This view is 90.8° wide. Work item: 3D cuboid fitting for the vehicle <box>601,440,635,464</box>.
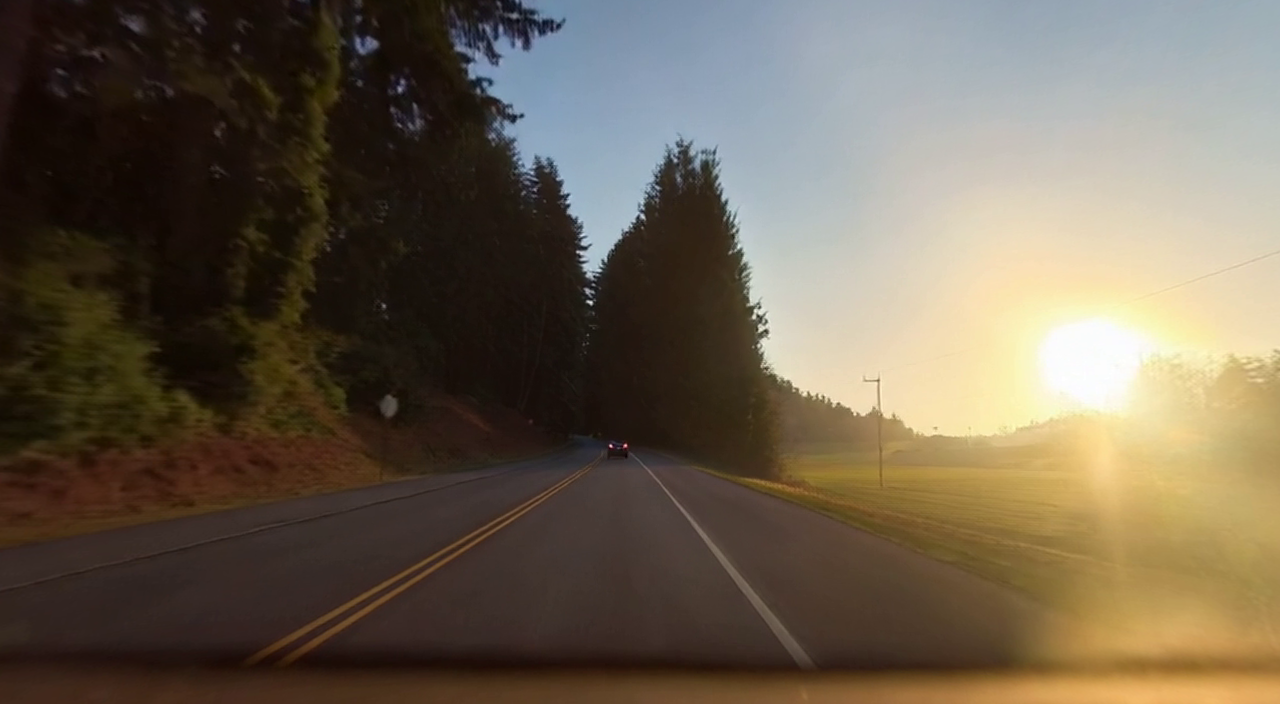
[{"bbox_3d":[-1.396,6.370,40.378,2.042,1.489,3.963,0,-8,-2],"label":"vehicle"}]
